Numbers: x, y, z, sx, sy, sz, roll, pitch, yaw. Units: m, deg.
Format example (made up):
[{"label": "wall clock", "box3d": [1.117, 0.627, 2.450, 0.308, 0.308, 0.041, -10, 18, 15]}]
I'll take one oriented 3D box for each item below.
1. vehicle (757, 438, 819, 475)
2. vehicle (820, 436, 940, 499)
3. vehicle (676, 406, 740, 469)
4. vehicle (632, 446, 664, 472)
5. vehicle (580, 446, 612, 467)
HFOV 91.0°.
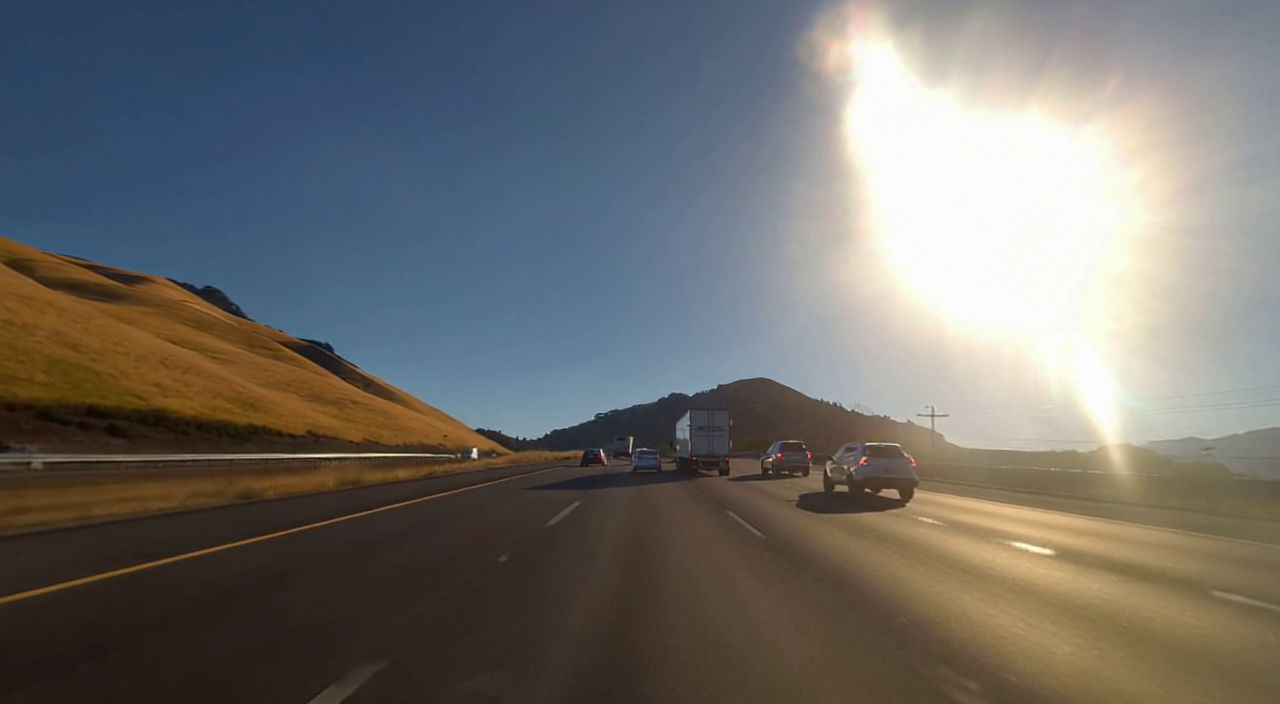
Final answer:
[{"label": "vehicle", "box3d": [7.822, 5.563, 33.737, 2.143, 1.775, 4.729, 0, -9, 0]}, {"label": "vehicle", "box3d": [7.204, 3.505, 19.502, 2.044, 1.676, 4.421, 0, -9, 1]}, {"label": "vehicle", "box3d": [4.244, 5.756, 41.810, 3.130, 3.607, 11.129, 0, -9, 1]}, {"label": "vehicle", "box3d": [0.478, 6.639, 39.236, 1.866, 1.492, 3.932, 0, -9, 0]}, {"label": "vehicle", "box3d": [-3.306, 7.903, 47.740, 2.132, 1.506, 4.256, 0, -9, 0]}]
